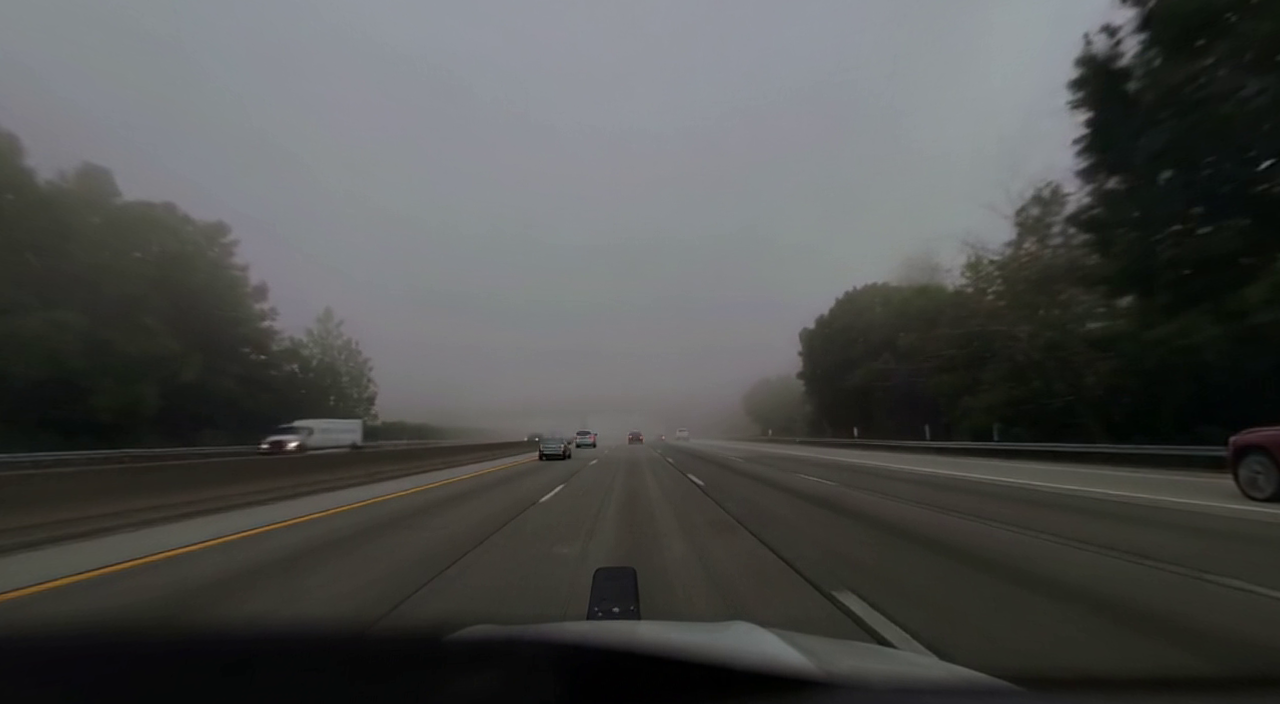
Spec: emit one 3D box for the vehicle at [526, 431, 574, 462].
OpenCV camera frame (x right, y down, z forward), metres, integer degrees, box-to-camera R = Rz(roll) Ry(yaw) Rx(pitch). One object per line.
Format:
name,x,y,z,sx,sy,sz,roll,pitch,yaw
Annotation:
vehicle,-4.495,4.804,32.146,1.933,1.473,4.023,0,-8,-1

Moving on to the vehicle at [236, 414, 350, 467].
vehicle,-17.717,4.588,32.675,2.531,2.469,6.080,0,-8,-1
